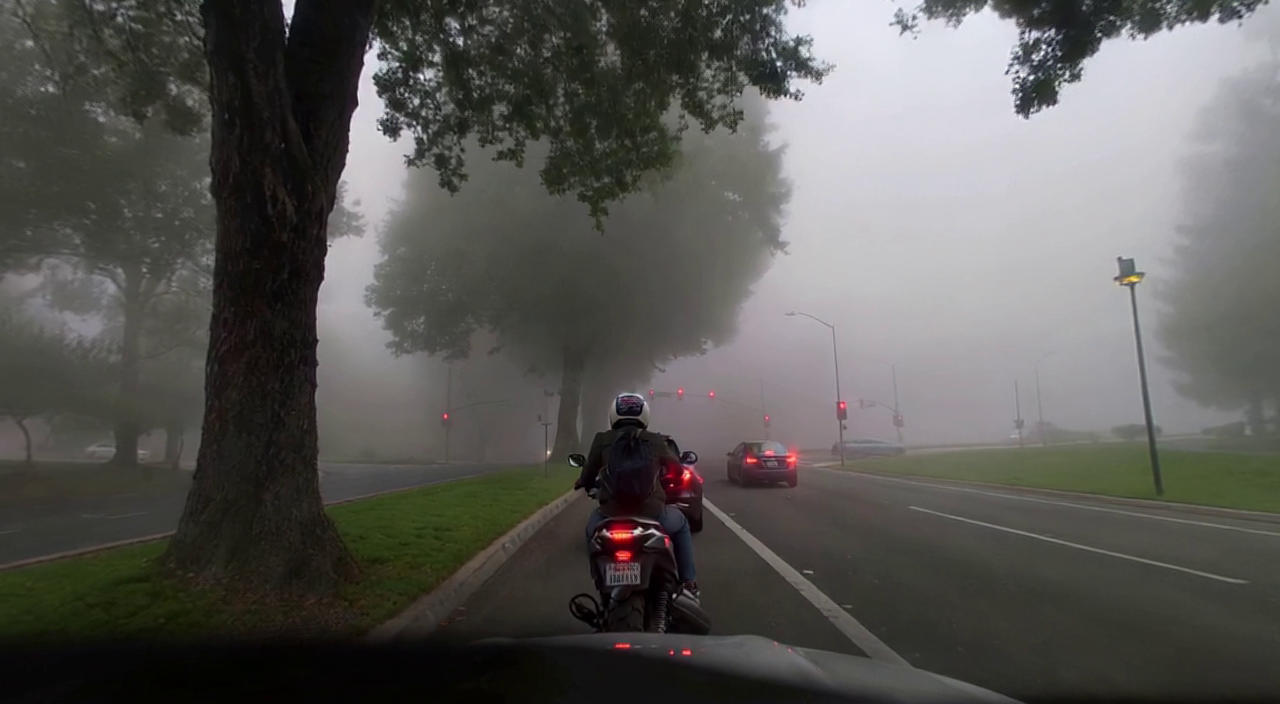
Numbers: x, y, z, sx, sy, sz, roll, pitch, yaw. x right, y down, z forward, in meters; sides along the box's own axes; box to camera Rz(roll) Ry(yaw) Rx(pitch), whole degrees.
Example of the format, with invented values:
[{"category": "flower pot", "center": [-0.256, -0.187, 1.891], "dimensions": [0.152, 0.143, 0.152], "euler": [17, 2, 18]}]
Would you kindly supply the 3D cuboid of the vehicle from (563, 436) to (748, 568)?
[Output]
[{"category": "vehicle", "center": [0.131, 2.024, 9.424], "dimensions": [2.093, 1.450, 4.437], "euler": [0, -8, -1]}]
